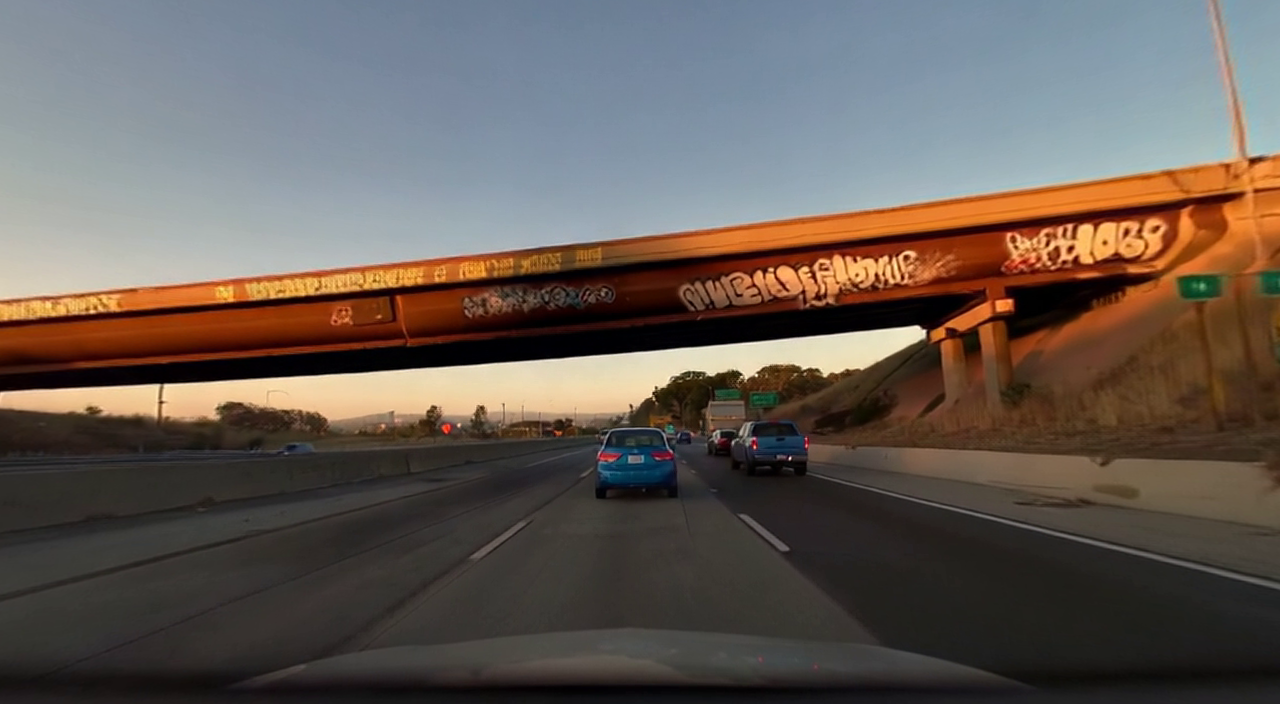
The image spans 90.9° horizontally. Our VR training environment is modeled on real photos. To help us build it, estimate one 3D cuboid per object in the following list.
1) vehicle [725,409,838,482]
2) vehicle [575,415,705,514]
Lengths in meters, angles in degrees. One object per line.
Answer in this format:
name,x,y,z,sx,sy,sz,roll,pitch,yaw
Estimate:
vehicle,4.229,2.956,20.023,2.311,1.922,5.977,-1,-8,1
vehicle,0.024,2.186,12.686,2.193,1.651,3.946,-1,-8,1
